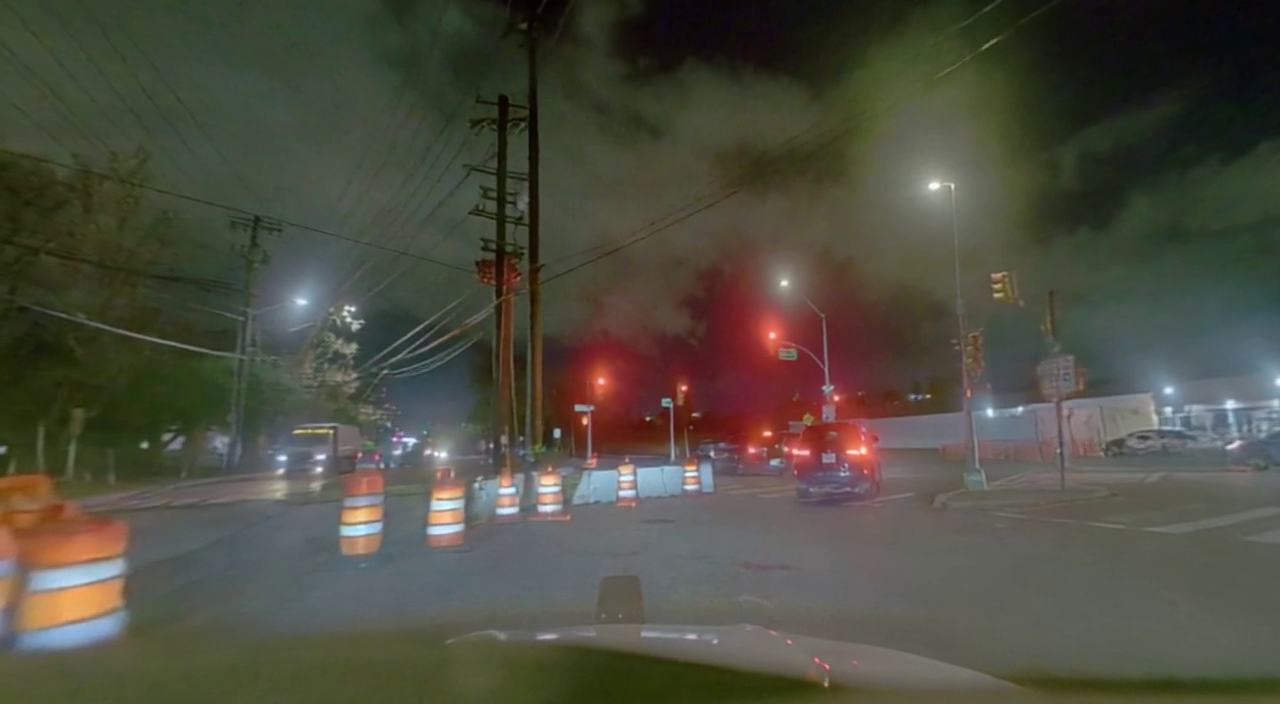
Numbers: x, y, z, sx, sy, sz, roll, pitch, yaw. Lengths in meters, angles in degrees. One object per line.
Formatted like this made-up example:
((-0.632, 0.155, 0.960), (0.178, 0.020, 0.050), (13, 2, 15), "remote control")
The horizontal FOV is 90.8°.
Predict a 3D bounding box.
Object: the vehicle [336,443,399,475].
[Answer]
((-16.183, 6.356, 37.790), (2.509, 1.731, 4.549), (1, -8, -11), "vehicle")

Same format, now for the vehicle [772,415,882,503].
((4.982, 2.657, 16.295), (2.256, 1.859, 5.118), (-3, -8, 20), "vehicle")

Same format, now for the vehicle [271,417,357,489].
((-13.381, 4.141, 26.179), (2.185, 2.644, 3.306), (-2, -8, -9), "vehicle")

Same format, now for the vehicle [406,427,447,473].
((-13.045, 5.958, 38.775), (1.959, 2.654, 4.078), (2, -8, -14), "vehicle")

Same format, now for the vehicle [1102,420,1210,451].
((29.520, 4.796, 36.237), (1.937, 1.688, 4.382), (7, -10, -41), "vehicle")

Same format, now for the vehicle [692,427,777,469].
((4.628, 4.820, 31.991), (2.206, 1.911, 5.548), (2, -8, -15), "vehicle")
